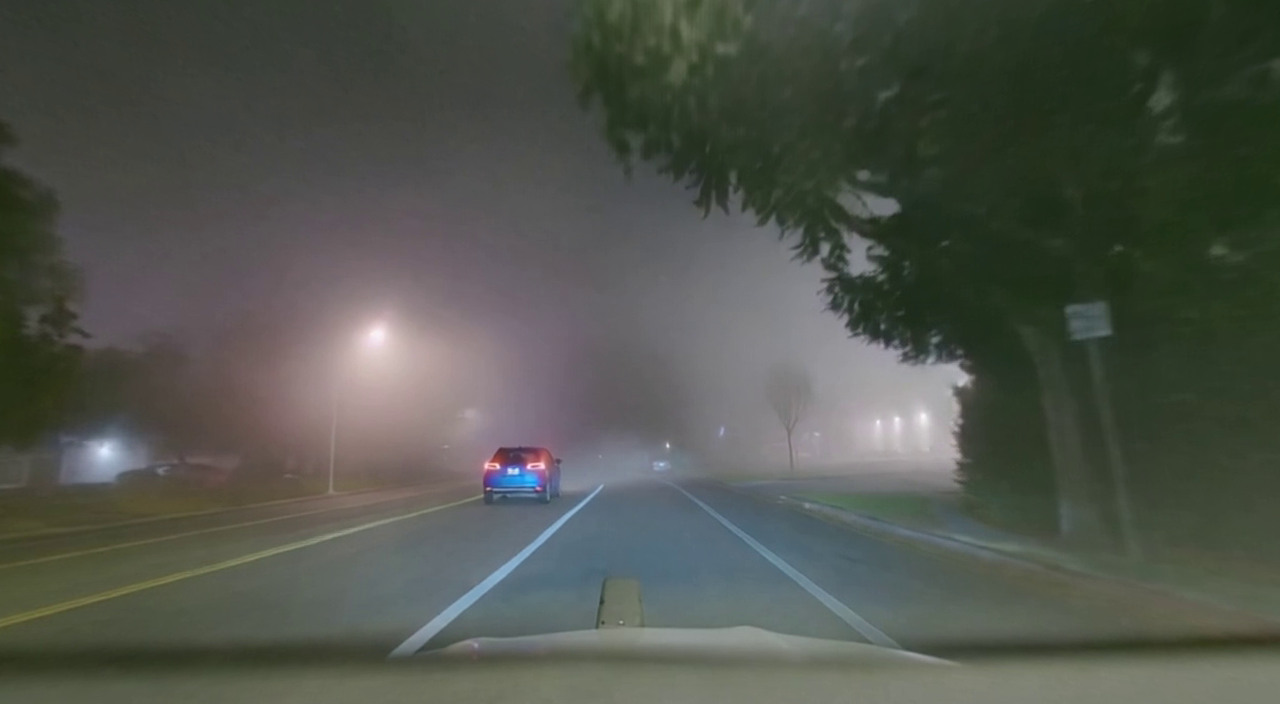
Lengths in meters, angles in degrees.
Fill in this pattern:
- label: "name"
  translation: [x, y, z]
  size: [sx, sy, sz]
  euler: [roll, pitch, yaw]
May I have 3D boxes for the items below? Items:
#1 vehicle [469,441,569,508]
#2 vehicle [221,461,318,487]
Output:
- label: "vehicle"
  translation: [-3.514, 3.634, 19.238]
  size: [2.175, 1.772, 4.442]
  euler: [0, -9, 0]
- label: "vehicle"
  translation: [-22.009, 7.239, 37.663]
  size: [4.525, 1.455, 1.821]
  euler: [1, -9, -5]
